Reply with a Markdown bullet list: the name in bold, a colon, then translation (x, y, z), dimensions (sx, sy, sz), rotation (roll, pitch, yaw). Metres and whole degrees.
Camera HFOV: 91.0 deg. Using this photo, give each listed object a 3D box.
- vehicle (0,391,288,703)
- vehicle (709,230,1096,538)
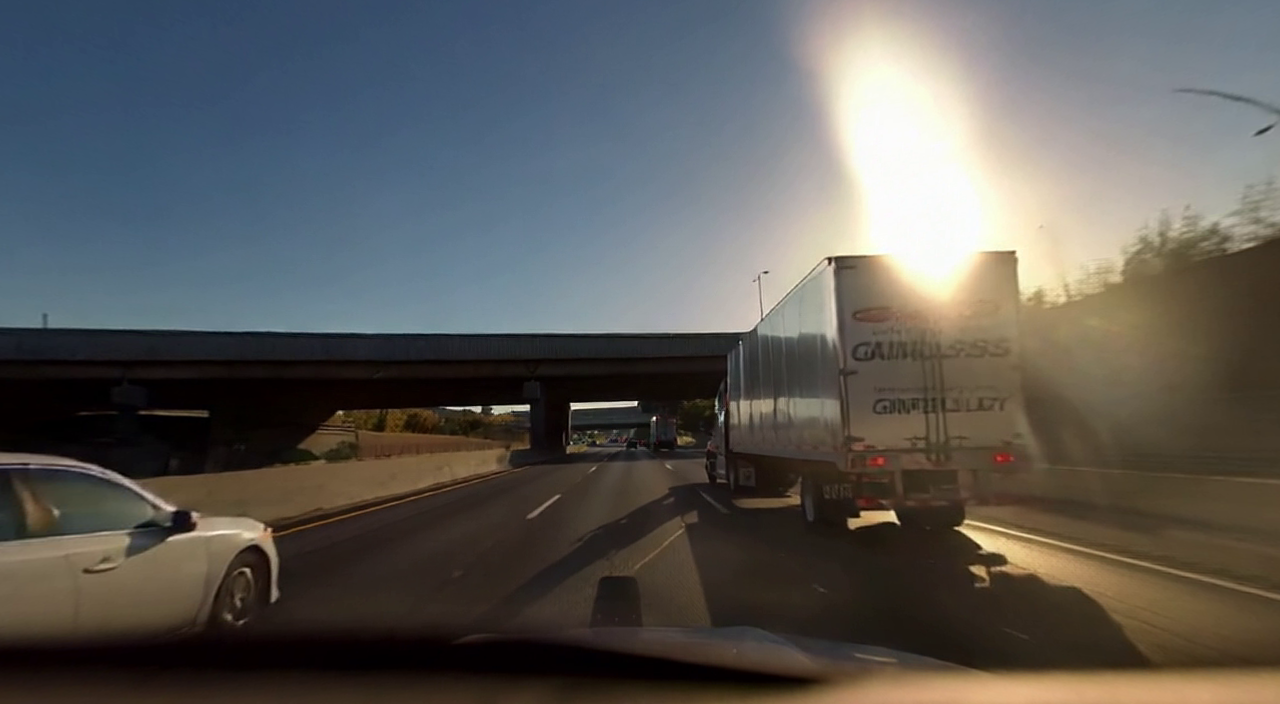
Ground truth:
- **vehicle**: translation (-3.510, 0.917, 2.388), dimensions (1.990, 1.520, 4.100), rotation (0, -8, 0)
- **vehicle**: translation (4.178, 1.375, 15.539), dimensions (2.976, 4.064, 14.619), rotation (0, -8, -1)
